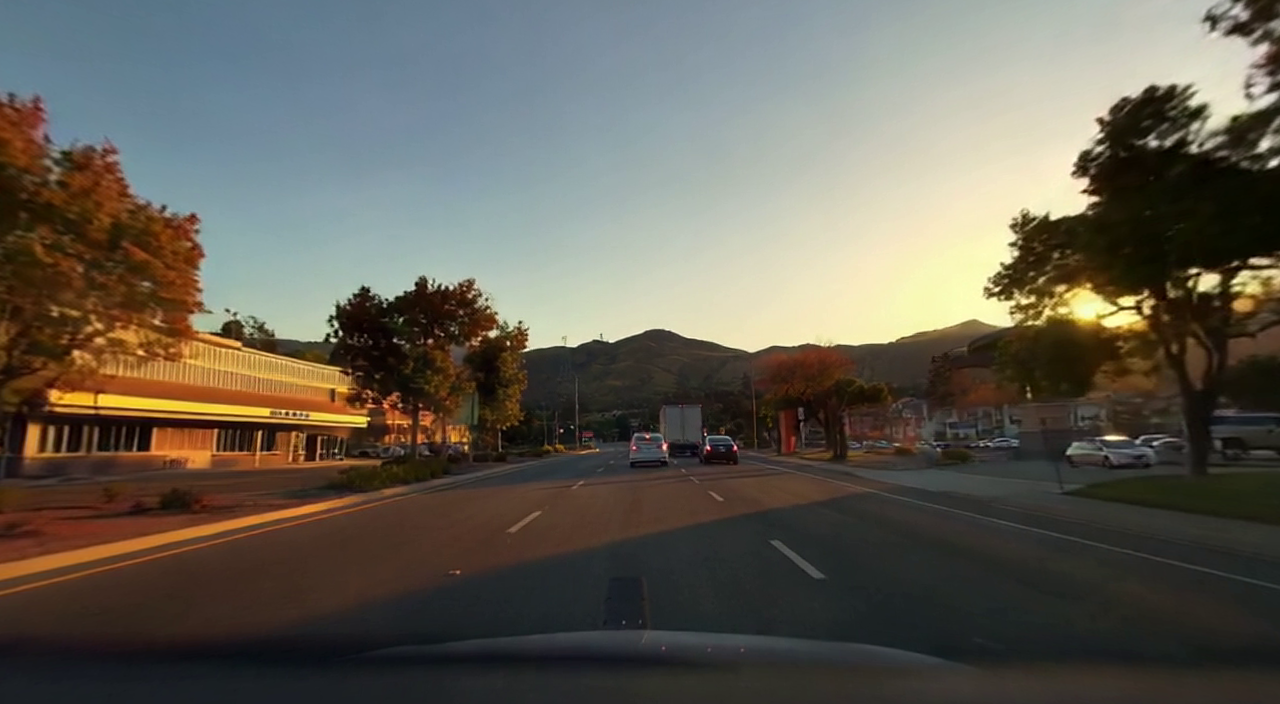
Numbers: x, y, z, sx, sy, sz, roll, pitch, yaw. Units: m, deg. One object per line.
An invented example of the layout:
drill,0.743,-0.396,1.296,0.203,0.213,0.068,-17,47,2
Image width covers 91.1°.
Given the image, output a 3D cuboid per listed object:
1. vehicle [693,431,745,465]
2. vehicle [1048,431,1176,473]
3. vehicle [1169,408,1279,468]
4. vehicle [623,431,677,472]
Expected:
vehicle,4.055,5.031,32.937,2.088,1.655,4.360,0,-8,-1
vehicle,19.790,4.206,26.603,2.068,1.627,4.269,0,-8,0
vehicle,29.048,4.040,29.616,5.896,2.709,2.318,0,-8,1
vehicle,0.378,4.309,27.491,2.193,1.651,3.946,0,-8,-1
